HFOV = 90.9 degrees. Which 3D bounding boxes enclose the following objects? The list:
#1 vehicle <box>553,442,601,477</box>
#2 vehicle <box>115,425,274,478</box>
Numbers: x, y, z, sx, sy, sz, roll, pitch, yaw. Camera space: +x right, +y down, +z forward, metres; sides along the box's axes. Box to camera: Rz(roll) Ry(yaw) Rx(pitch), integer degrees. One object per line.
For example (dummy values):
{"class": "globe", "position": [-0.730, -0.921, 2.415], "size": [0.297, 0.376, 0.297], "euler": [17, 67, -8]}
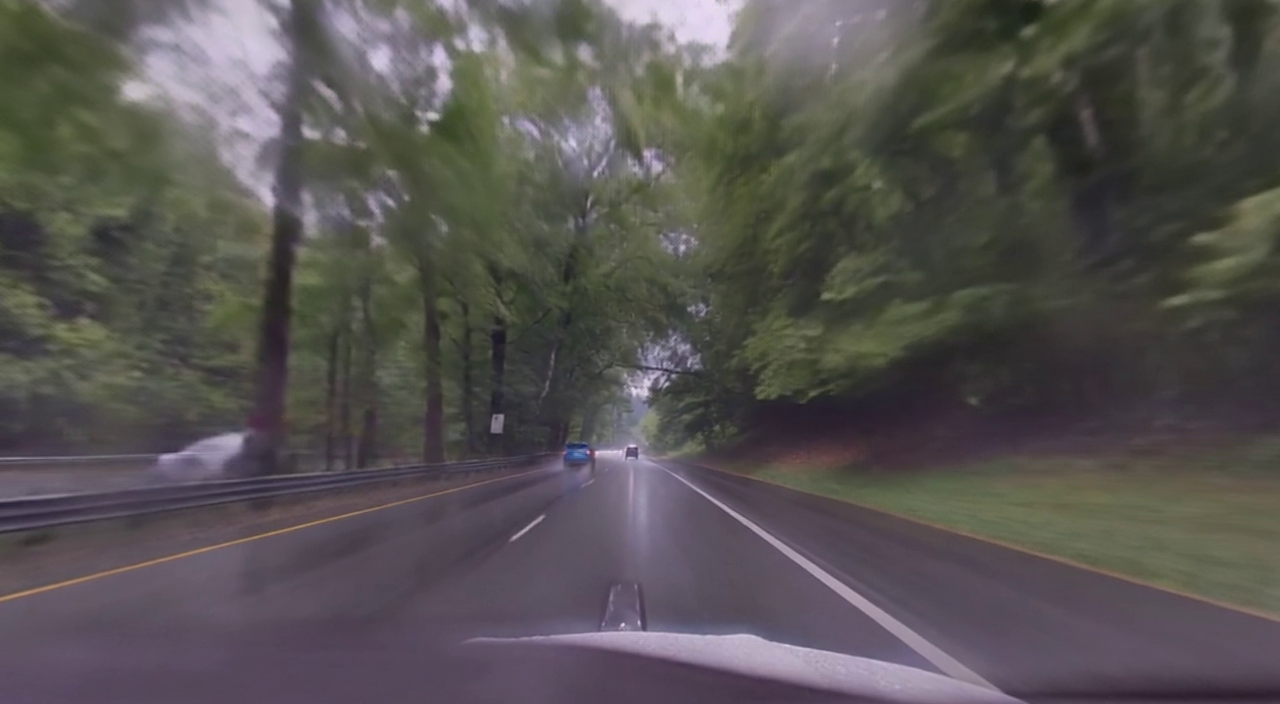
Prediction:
{"class": "vehicle", "position": [-3.324, 5.798, 34.204], "size": [2.135, 1.755, 4.476], "euler": [0, -9, 0]}
{"class": "vehicle", "position": [-13.662, 3.105, 19.740], "size": [1.754, 1.456, 4.409], "euler": [0, -9, 0]}
